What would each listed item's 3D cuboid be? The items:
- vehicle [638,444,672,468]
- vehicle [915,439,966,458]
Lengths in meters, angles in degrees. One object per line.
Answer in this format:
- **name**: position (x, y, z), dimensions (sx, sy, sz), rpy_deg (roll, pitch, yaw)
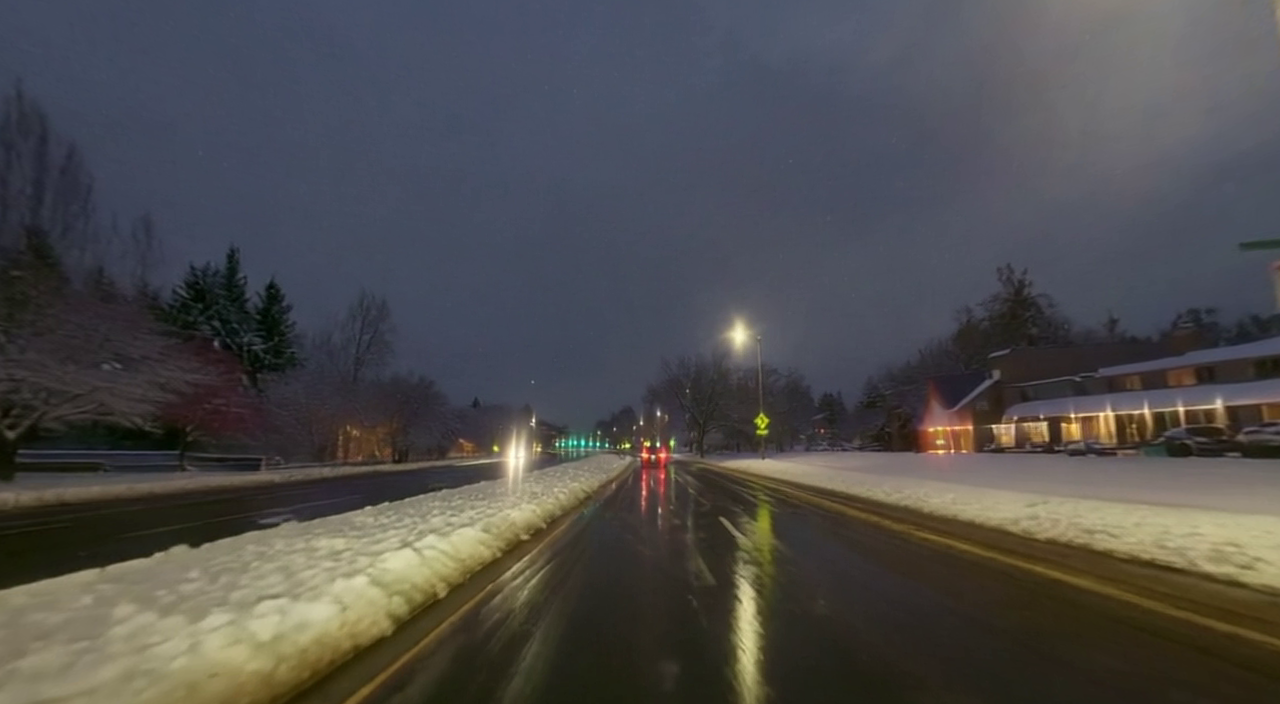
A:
- **vehicle**: position (1.041, 7.538, 46.008), dimensions (2.158, 1.600, 3.865), rpy_deg (0, -9, -2)
- **vehicle**: position (23.316, 7.509, 49.197), dimensions (1.825, 1.414, 3.627), rpy_deg (1, -8, -8)
